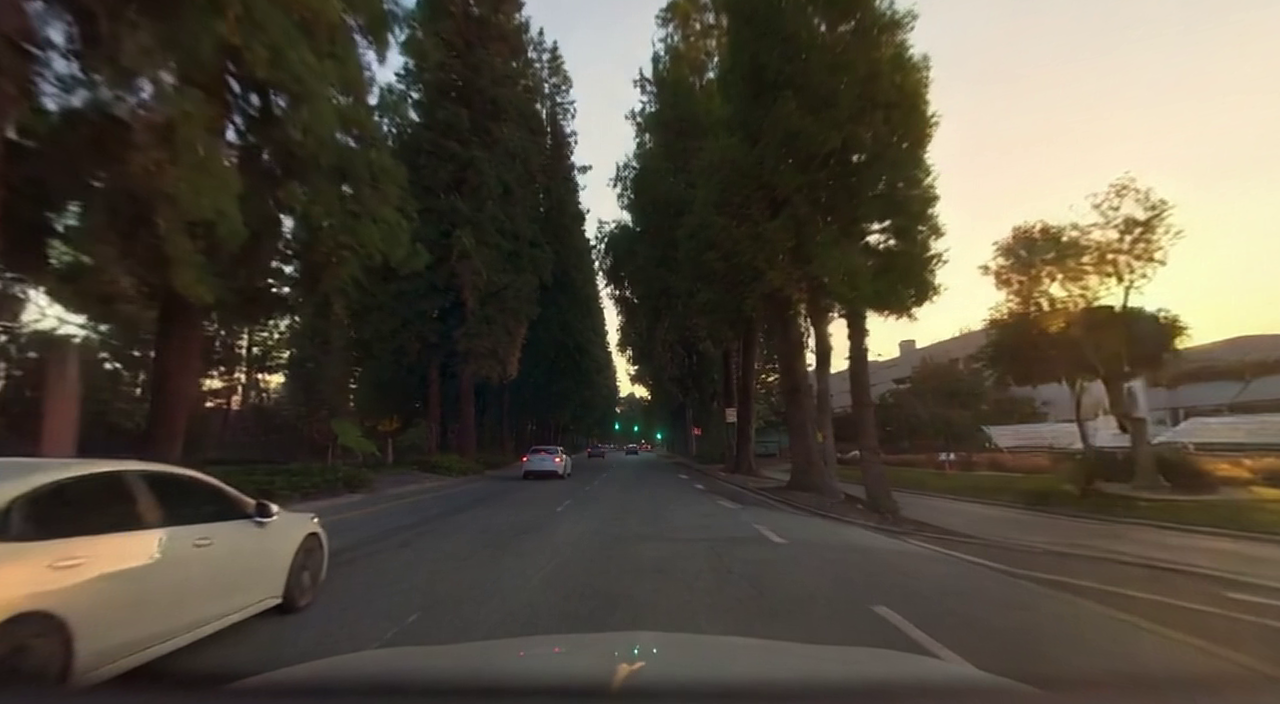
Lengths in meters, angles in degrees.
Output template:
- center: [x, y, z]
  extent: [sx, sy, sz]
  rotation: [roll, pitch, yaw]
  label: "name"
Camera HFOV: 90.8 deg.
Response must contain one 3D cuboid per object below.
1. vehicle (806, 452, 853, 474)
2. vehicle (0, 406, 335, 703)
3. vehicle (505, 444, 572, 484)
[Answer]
- center: [13.785, 8.084, 46.220]
  extent: [1.993, 1.412, 3.978]
  rotation: [0, -8, -3]
  label: "vehicle"
- center: [-3.573, 1.032, 2.957]
  extent: [2.106, 1.482, 4.312]
  rotation: [0, -8, 0]
  label: "vehicle"
- center: [-3.989, 4.457, 25.599]
  extent: [1.968, 1.459, 4.433]
  rotation: [0, -8, 0]
  label: "vehicle"
